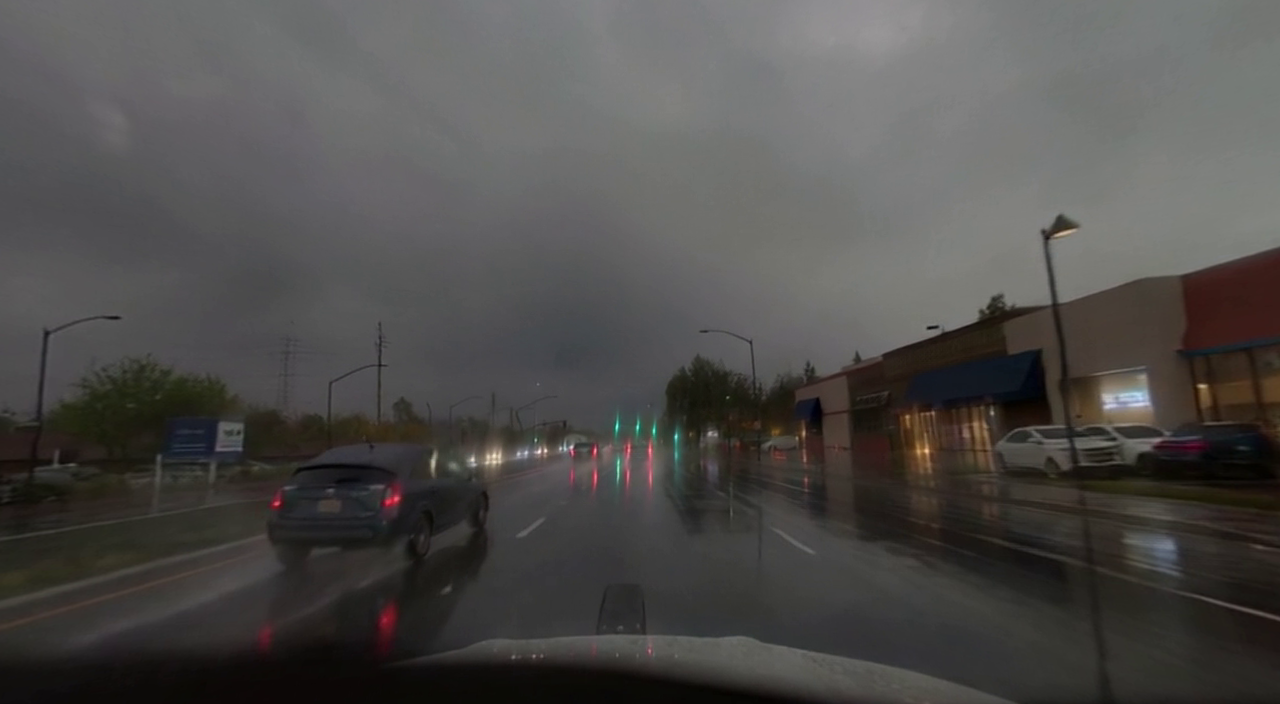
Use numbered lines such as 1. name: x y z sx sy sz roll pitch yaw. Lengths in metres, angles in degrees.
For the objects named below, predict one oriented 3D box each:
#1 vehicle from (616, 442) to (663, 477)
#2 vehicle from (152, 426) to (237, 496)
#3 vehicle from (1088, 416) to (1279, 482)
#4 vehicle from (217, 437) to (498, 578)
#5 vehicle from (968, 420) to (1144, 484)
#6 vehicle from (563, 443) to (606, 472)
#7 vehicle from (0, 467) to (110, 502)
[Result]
1. vehicle: -0.030 4.919 29.104 2.019 1.459 4.005 0 -8 -1
2. vehicle: -22.870 5.598 32.521 2.843 3.351 3.542 5 -10 -27
3. vehicle: 16.192 2.899 18.958 1.930 1.713 4.756 0 -8 1
4. vehicle: -3.543 2.007 9.007 2.003 1.488 4.282 0 -8 0
5. vehicle: 12.934 3.159 20.103 2.072 1.769 5.000 0 -9 -2
6. vehicle: -3.053 5.861 35.255 1.939 1.496 4.309 0 -9 1
7. vehicle: -28.923 6.522 31.008 3.910 1.501 1.985 -2 -8 5
